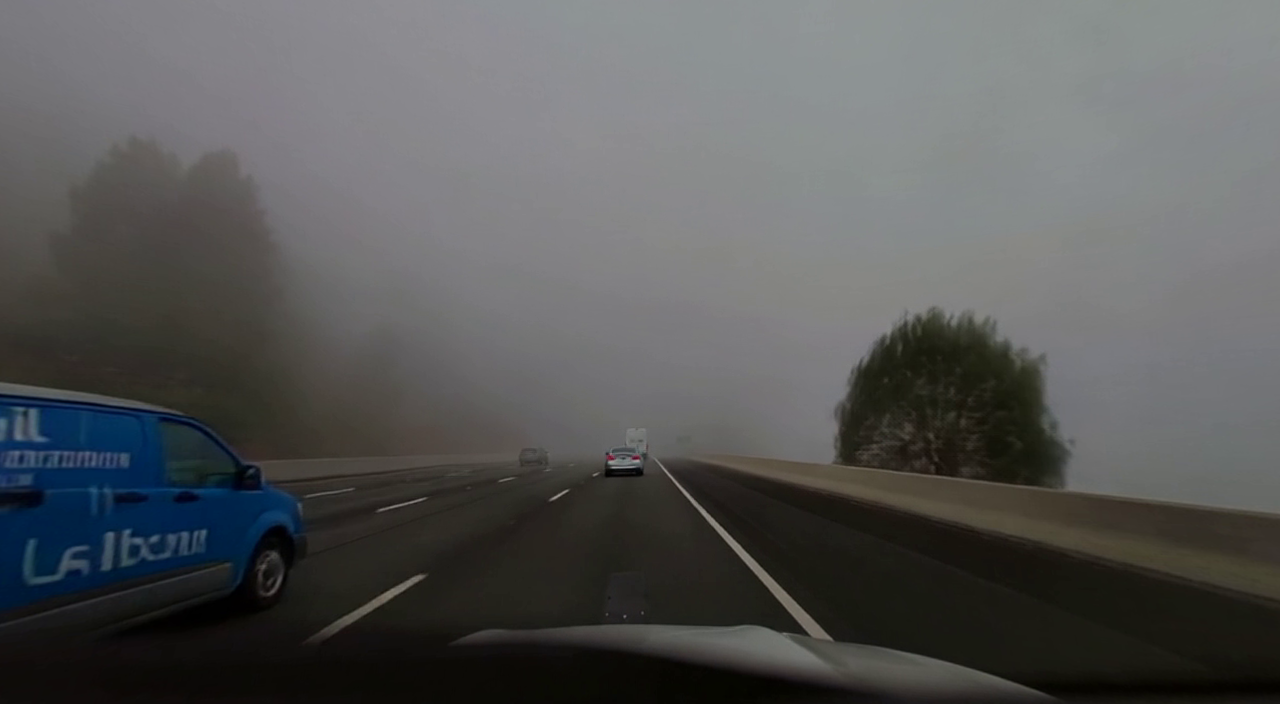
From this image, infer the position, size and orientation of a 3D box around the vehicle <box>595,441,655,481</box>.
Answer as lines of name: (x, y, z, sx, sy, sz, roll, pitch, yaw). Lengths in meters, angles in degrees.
vehicle: (-0.559, 4.344, 25.322, 2.238, 1.479, 3.672, 0, -9, 0)
